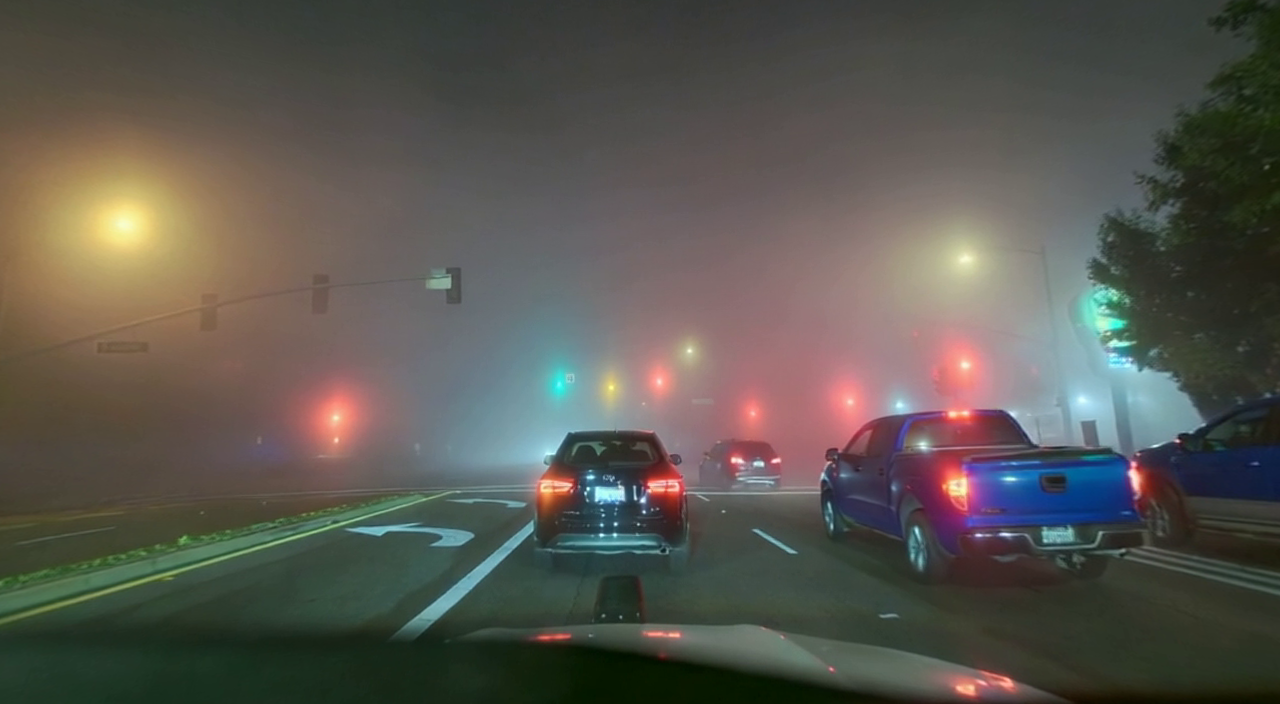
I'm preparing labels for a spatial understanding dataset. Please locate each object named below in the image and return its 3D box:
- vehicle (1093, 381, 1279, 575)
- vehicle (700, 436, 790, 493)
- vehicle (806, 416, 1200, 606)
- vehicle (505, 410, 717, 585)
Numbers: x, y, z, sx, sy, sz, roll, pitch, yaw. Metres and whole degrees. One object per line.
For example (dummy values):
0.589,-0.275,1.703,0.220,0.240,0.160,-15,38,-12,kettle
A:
7.551,1.202,5.951,2.240,1.923,5.678,0,-8,-1,vehicle
3.231,3.556,20.359,2.031,1.626,4.264,0,-8,-2,vehicle
3.612,1.651,7.576,1.955,1.550,4.587,0,-8,-1,vehicle
-0.281,1.676,8.000,2.037,1.674,3.693,0,-8,0,vehicle
